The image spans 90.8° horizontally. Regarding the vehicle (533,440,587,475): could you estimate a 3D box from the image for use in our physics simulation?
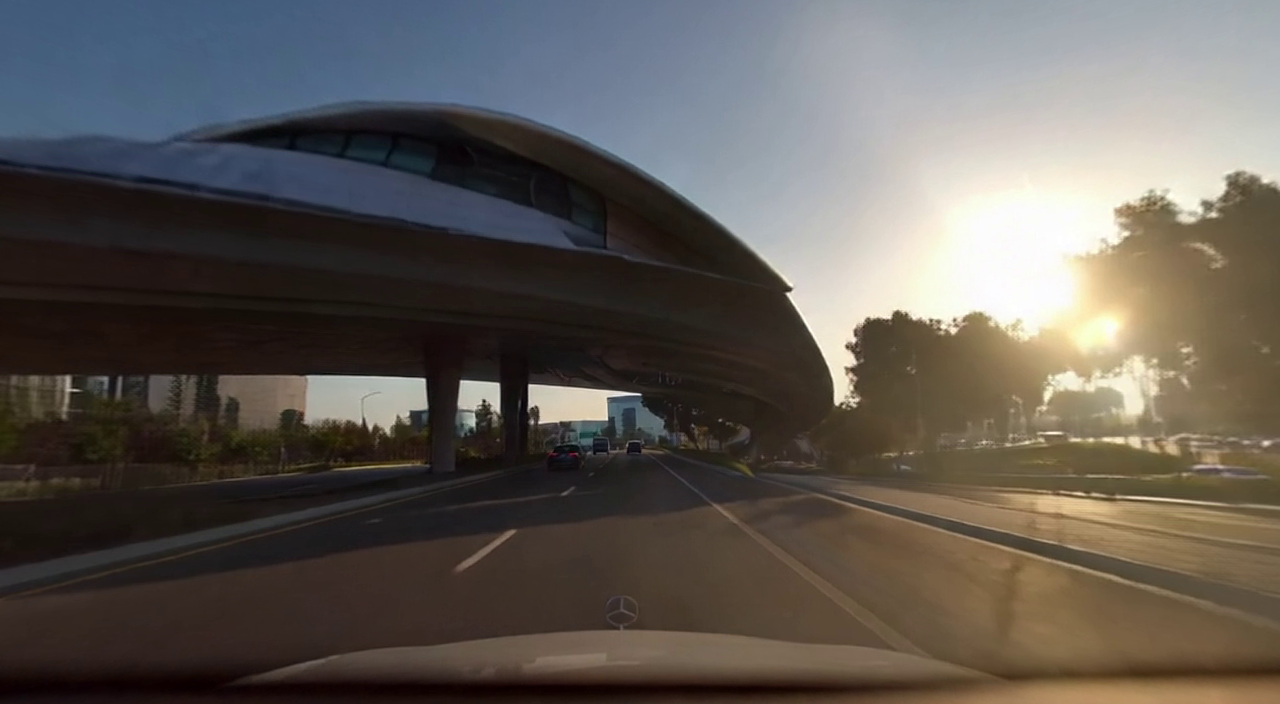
[{"bbox_3d":[-3.740,4.999,30.234,1.984,1.521,4.682,0,-8,0],"label":"vehicle"}]
